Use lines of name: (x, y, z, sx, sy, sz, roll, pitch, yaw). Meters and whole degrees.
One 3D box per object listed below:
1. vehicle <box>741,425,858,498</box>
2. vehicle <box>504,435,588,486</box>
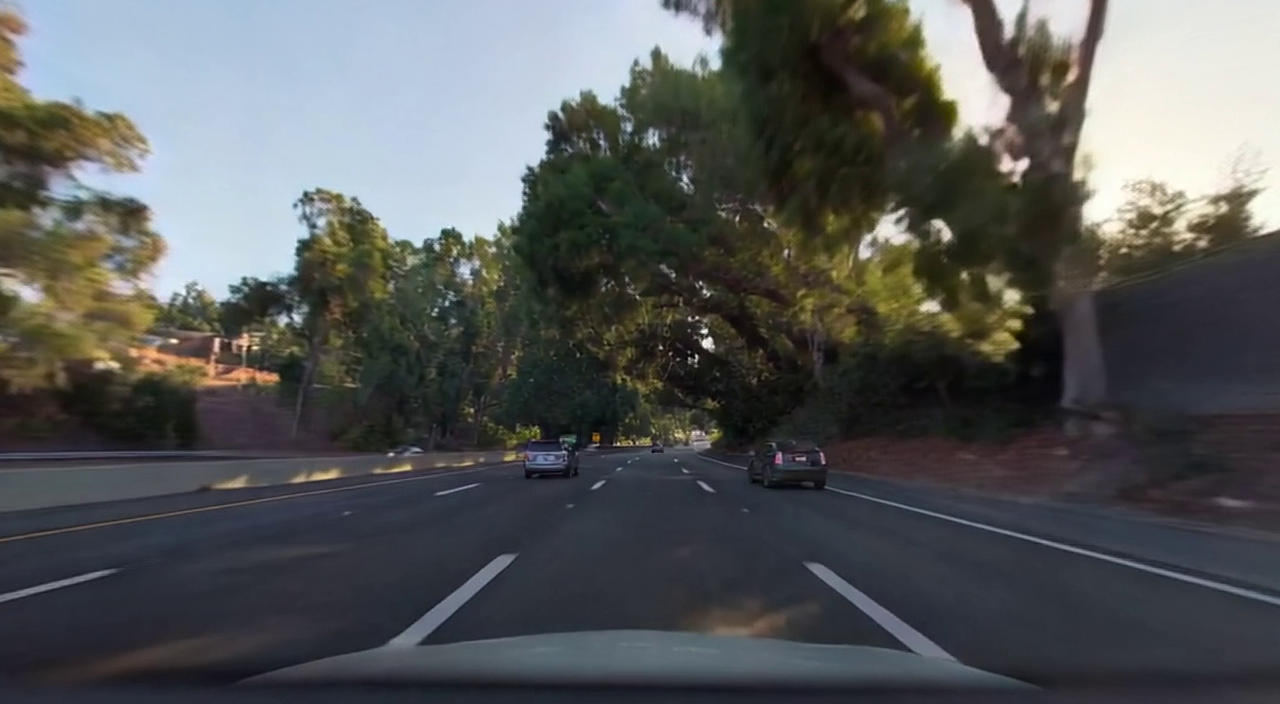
vehicle: (4.324, 3.053, 17.866, 2.149, 1.796, 4.487, 0, -8, 0)
vehicle: (-3.177, 3.776, 22.222, 2.166, 1.608, 4.297, 0, -8, 2)
